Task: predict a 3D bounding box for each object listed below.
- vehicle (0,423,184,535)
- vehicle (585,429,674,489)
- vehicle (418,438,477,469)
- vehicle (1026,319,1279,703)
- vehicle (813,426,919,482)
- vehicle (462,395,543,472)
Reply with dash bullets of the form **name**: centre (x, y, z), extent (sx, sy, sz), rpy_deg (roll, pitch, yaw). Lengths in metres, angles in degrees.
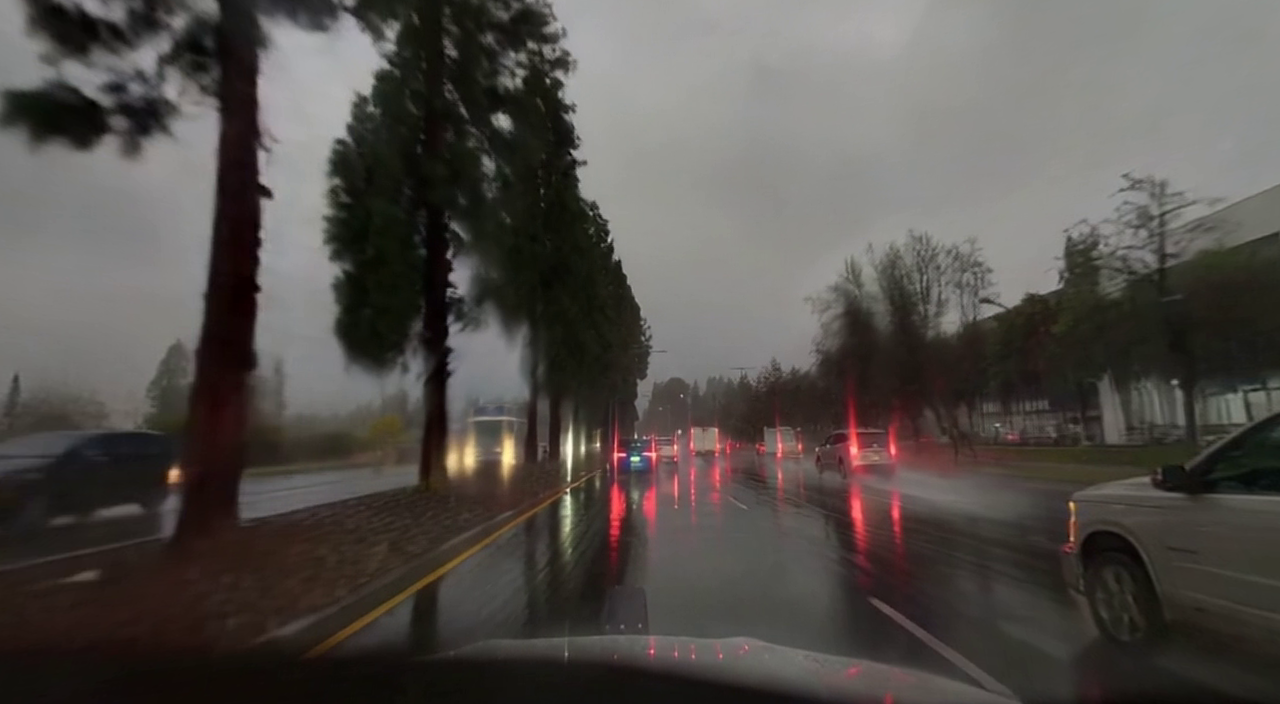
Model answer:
- **vehicle**: centre (-11.841, 2.383, 12.270), extent (2.172, 1.865, 4.728), rpy_deg (0, -8, 1)
- **vehicle**: centre (-0.269, 3.107, 18.585), extent (2.315, 1.563, 4.080), rpy_deg (0, -8, 0)
- **vehicle**: centre (-11.682, 6.190, 38.455), extent (2.058, 1.759, 4.577), rpy_deg (0, -8, 2)
- **vehicle**: centre (3.579, 0.658, 1.783), extent (2.090, 1.763, 4.560), rpy_deg (0, -8, 1)
- **vehicle**: centre (7.844, 3.576, 22.290), extent (2.090, 1.768, 4.407), rpy_deg (0, -8, 0)
- **vehicle**: centre (-8.055, 4.941, 37.854), extent (3.021, 4.215, 7.024), rpy_deg (0, -8, 1)
